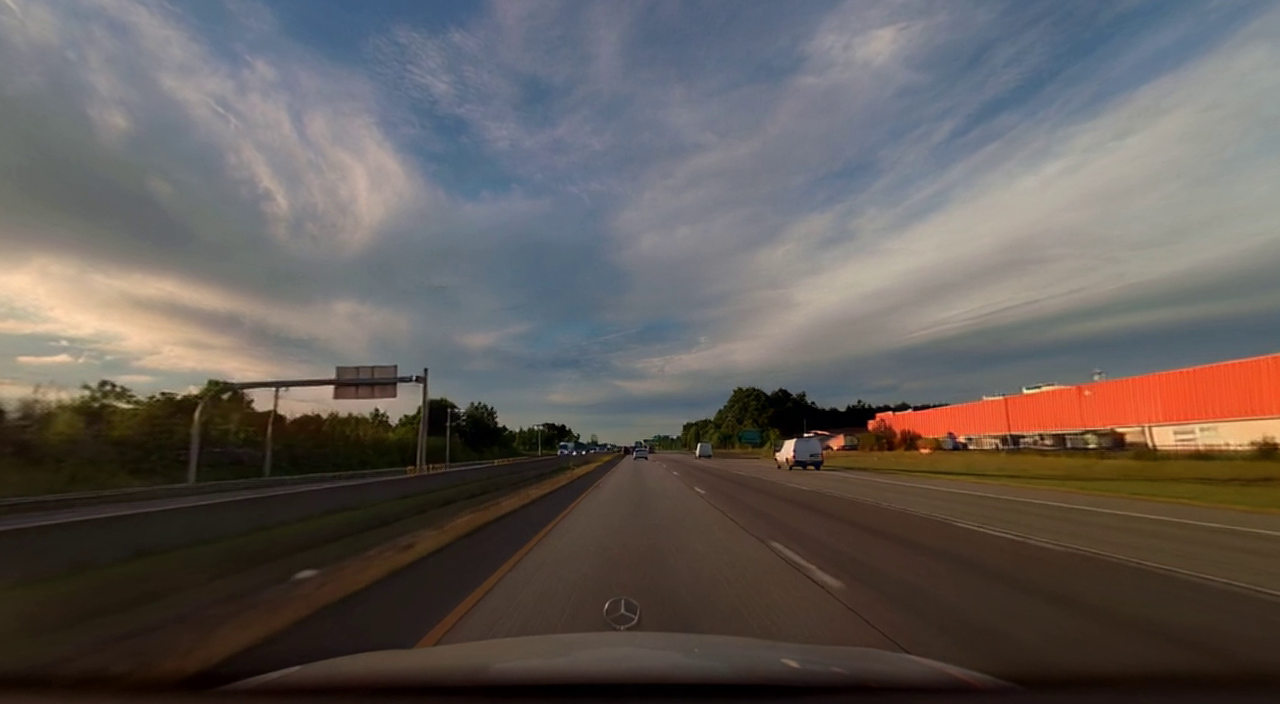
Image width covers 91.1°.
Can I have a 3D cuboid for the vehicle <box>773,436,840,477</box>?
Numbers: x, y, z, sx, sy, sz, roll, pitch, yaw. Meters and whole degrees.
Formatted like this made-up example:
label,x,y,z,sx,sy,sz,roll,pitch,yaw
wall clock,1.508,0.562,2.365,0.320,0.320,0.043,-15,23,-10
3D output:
label,x,y,z,sx,sy,sz,roll,pitch,yaw
vehicle,8.670,5.500,33.228,2.156,1.943,5.010,0,-9,0
